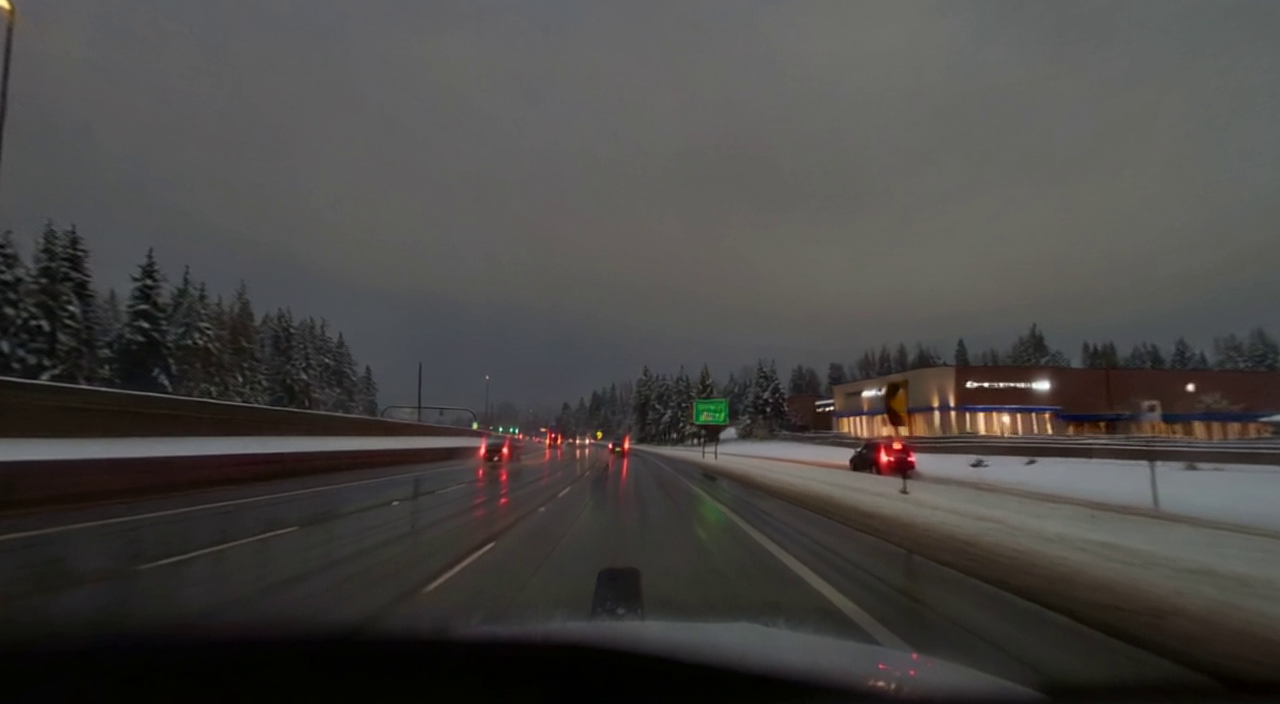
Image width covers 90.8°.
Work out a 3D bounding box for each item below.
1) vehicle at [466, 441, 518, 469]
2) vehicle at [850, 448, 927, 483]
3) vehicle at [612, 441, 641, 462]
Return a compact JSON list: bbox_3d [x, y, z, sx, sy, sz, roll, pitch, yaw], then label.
[{"bbox_3d":[-8.372,5.854,36.156,2.009,1.454,4.250,0,-9,-1],"label":"vehicle"},{"bbox_3d":[13.739,6.269,35.194,2.023,1.782,4.193,1,-9,-10],"label":"vehicle"},{"bbox_3d":[-1.065,7.349,46.746,2.038,1.414,4.357,0,-9,-2],"label":"vehicle"}]
